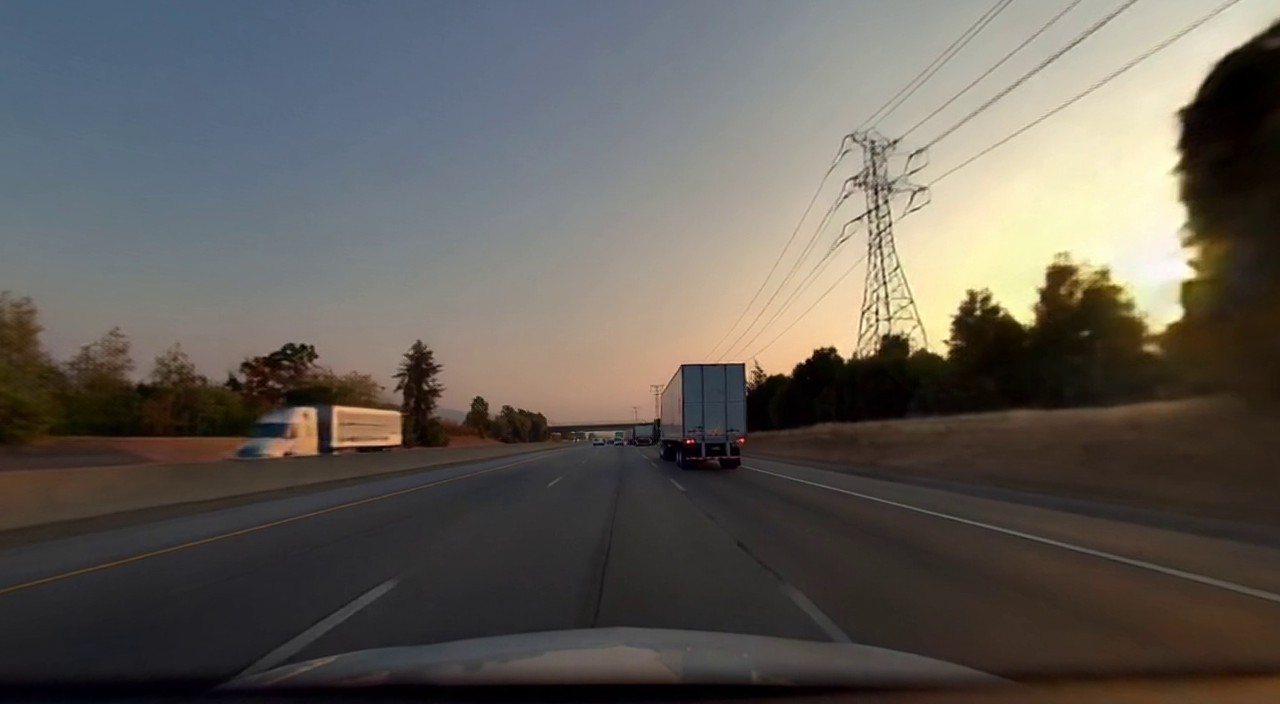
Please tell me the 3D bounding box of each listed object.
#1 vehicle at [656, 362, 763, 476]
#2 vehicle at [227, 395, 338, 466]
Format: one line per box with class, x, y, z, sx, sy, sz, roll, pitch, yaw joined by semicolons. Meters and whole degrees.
vehicle;2.680;3.344;29.780;2.905;4.080;14.157;0;-8;-2
vehicle;-20.727;4.664;37.058;2.819;3.648;6.453;-3;-8;-1
